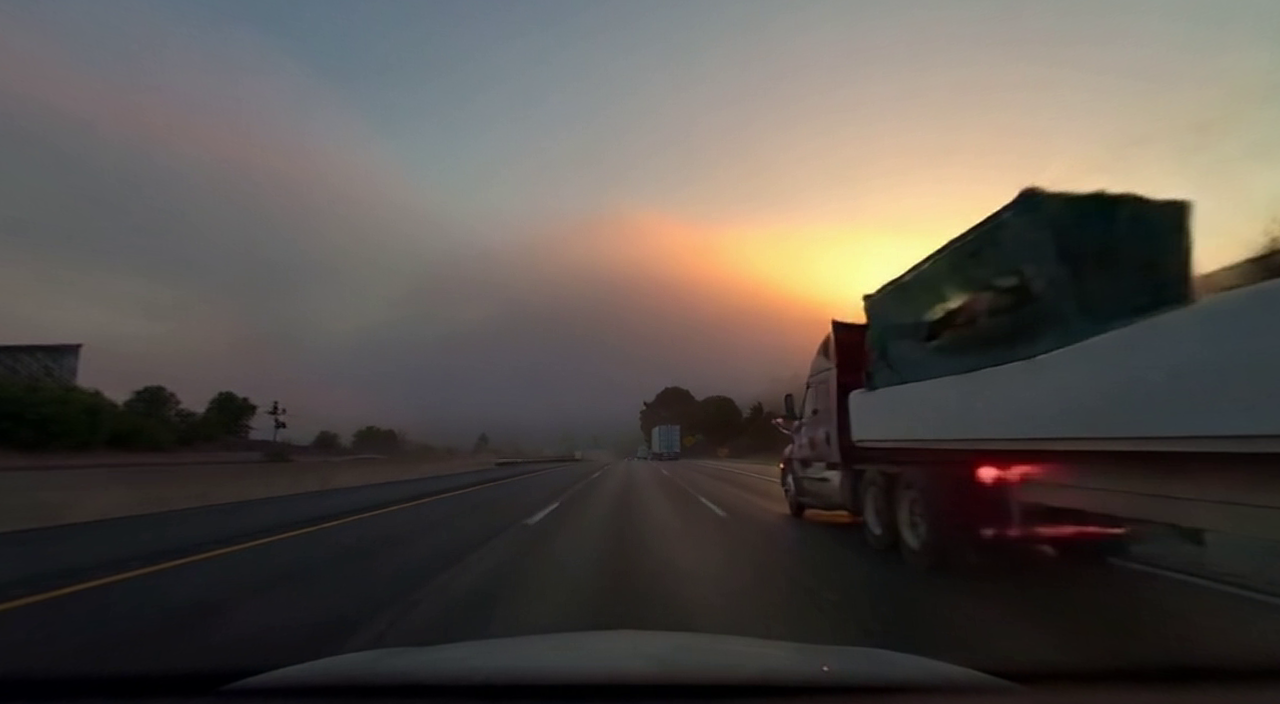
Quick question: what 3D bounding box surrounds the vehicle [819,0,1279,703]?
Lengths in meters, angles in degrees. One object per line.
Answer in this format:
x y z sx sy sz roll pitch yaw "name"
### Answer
4.083 -0.400 2.008 3.037 3.999 13.133 0 -9 0 "vehicle"
